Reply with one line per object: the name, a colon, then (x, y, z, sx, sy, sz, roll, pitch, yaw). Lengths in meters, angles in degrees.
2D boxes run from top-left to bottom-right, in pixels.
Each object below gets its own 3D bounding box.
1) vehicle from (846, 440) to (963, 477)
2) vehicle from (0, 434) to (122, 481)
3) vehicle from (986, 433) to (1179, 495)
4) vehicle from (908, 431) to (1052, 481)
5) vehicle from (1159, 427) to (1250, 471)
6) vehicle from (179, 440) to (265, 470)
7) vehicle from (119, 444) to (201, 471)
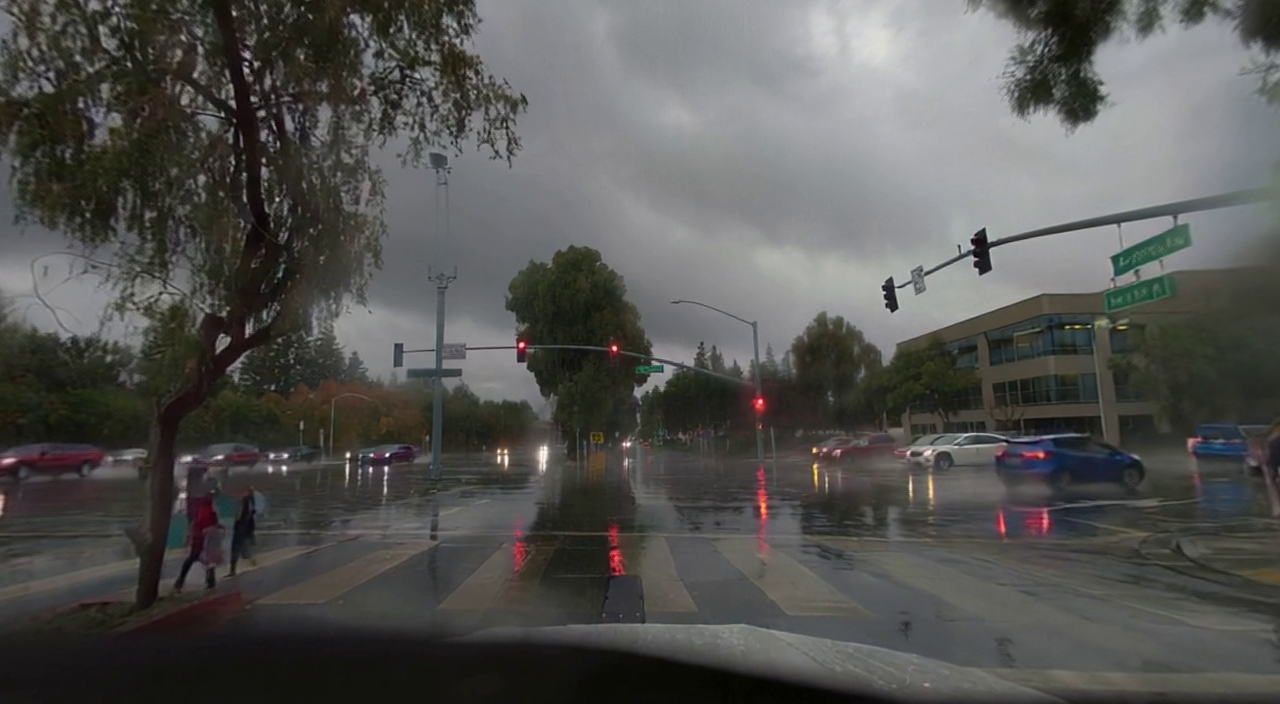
vehicle: (11.481, 4.621, 27.562, 4.317, 1.491, 1.896, 2, -9, -11)
vehicle: (-27.023, 4.698, 28.491, 2.388, 1.858, 6.056, 0, -8, -2)
vehicle: (12.225, 3.064, 17.551, 4.312, 1.540, 2.007, 2, -9, -16)
vehicle: (12.928, 3.916, 24.047, 4.742, 1.762, 2.180, 3, -9, -22)
vehicle: (25.645, 4.414, 28.892, 2.066, 1.821, 4.509, -5, -10, 29)
vehicle: (-24.083, 5.954, 36.622, 2.056, 1.604, 4.436, 0, -8, -2)
vehicle: (-30.804, 6.765, 40.721, 2.069, 1.660, 4.302, 0, -8, -3)
